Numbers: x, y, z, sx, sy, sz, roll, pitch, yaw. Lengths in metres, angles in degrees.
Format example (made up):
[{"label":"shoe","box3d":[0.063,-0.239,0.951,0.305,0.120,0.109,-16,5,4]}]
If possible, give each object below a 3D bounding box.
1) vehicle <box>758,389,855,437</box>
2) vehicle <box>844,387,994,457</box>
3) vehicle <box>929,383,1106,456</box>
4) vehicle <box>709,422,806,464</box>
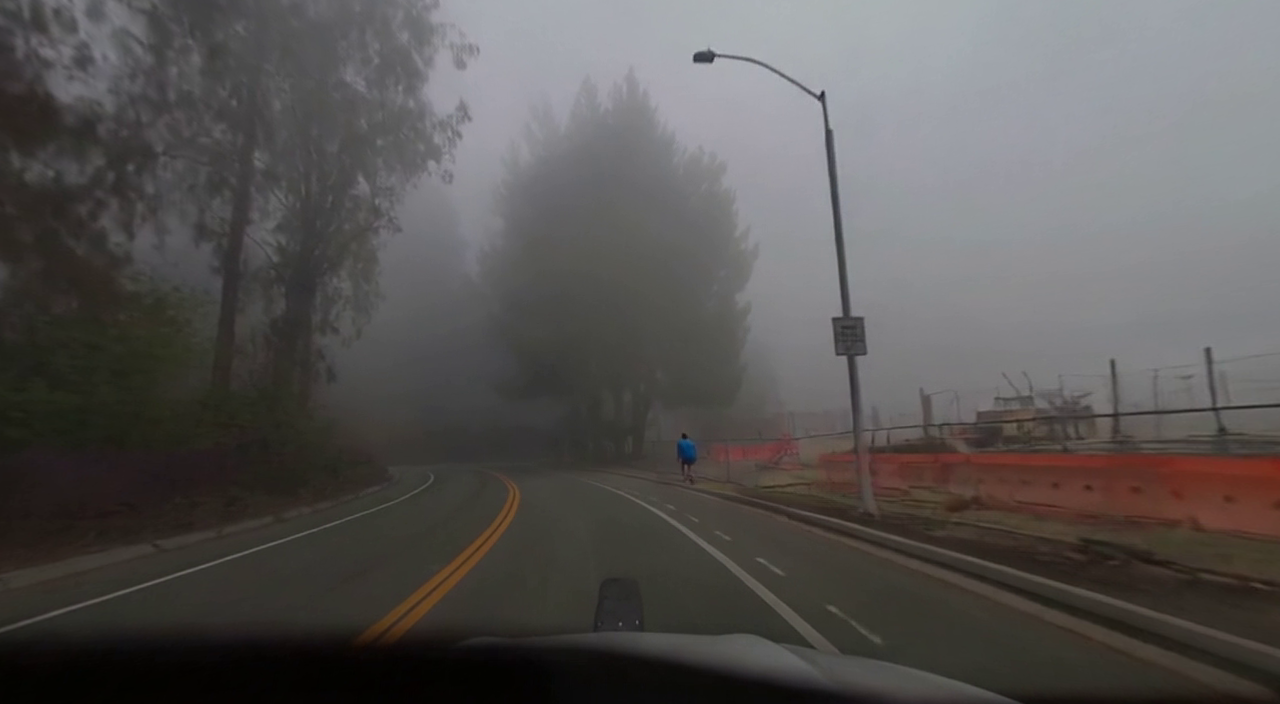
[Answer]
[{"label":"vehicle","box3d":[8.216,3.031,31.081,4.180,1.880,2.028,8,-9,-23]},{"label":"vehicle","box3d":[8.231,2.132,18.734,3.674,1.559,1.775,8,-11,-9]},{"label":"vehicle","box3d":[9.395,1.747,15.915,3.451,1.504,1.652,4,-10,-5]},{"label":"vehicle","box3d":[6.747,5.187,36.238,5.021,1.930,2.119,-1,-9,-27]}]
